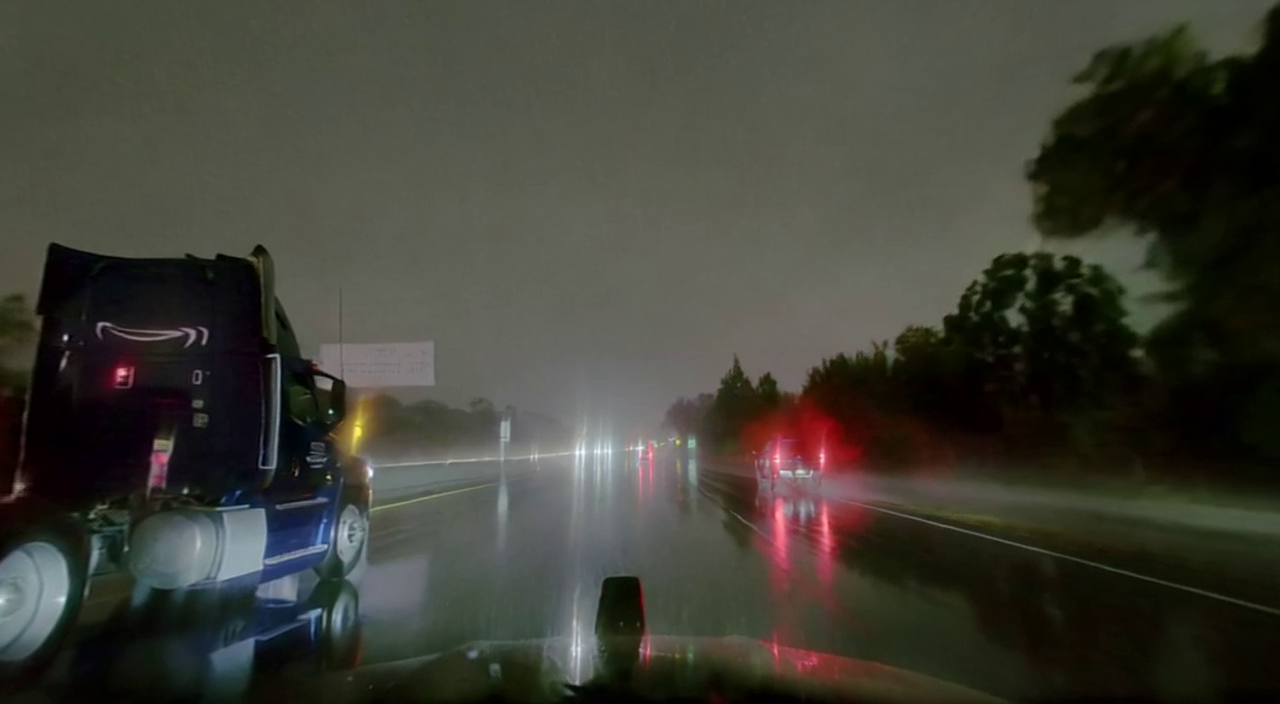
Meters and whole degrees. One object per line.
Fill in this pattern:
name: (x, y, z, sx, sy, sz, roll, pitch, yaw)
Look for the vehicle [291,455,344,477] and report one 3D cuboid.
vehicle: (-22.924, 8.119, 45.020, 1.747, 1.426, 3.723, 0, -9, 1)
